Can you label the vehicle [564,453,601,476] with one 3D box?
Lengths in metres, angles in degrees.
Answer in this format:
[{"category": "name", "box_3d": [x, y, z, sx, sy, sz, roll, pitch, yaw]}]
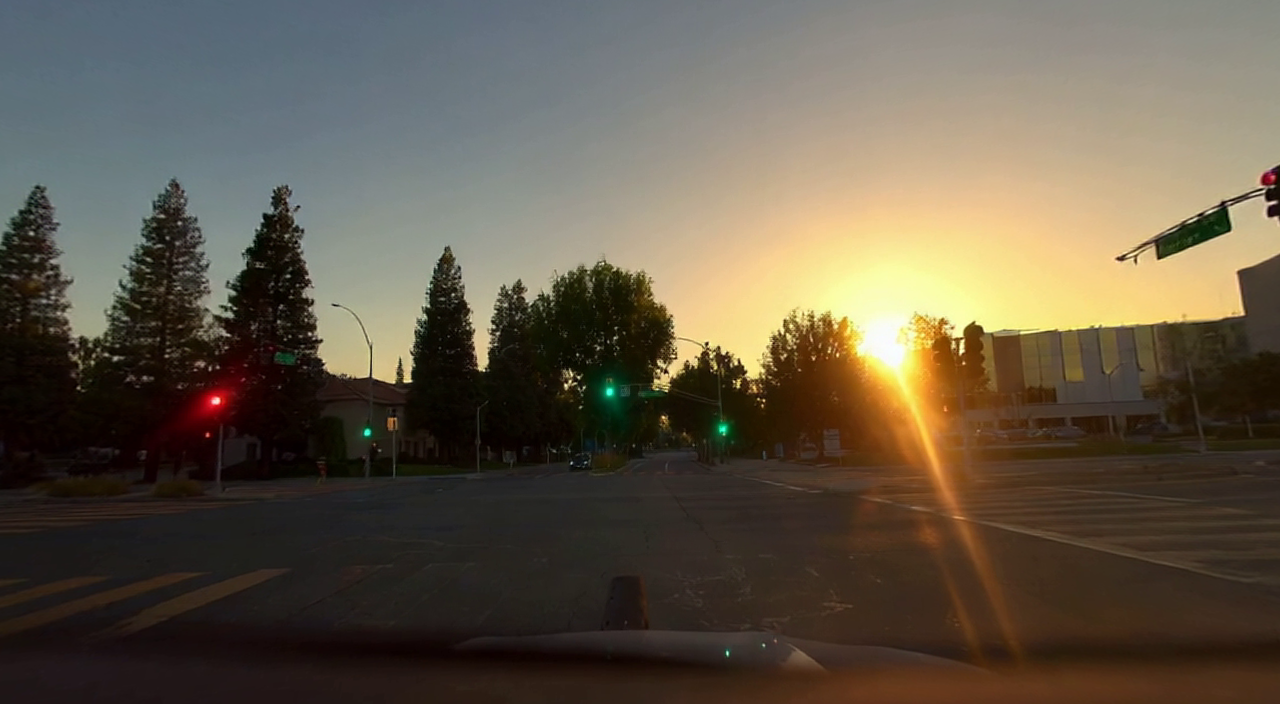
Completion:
[{"category": "vehicle", "box_3d": [-4.470, 8.856, 49.858, 2.030, 1.704, 4.205, -1, -8, 7]}]
